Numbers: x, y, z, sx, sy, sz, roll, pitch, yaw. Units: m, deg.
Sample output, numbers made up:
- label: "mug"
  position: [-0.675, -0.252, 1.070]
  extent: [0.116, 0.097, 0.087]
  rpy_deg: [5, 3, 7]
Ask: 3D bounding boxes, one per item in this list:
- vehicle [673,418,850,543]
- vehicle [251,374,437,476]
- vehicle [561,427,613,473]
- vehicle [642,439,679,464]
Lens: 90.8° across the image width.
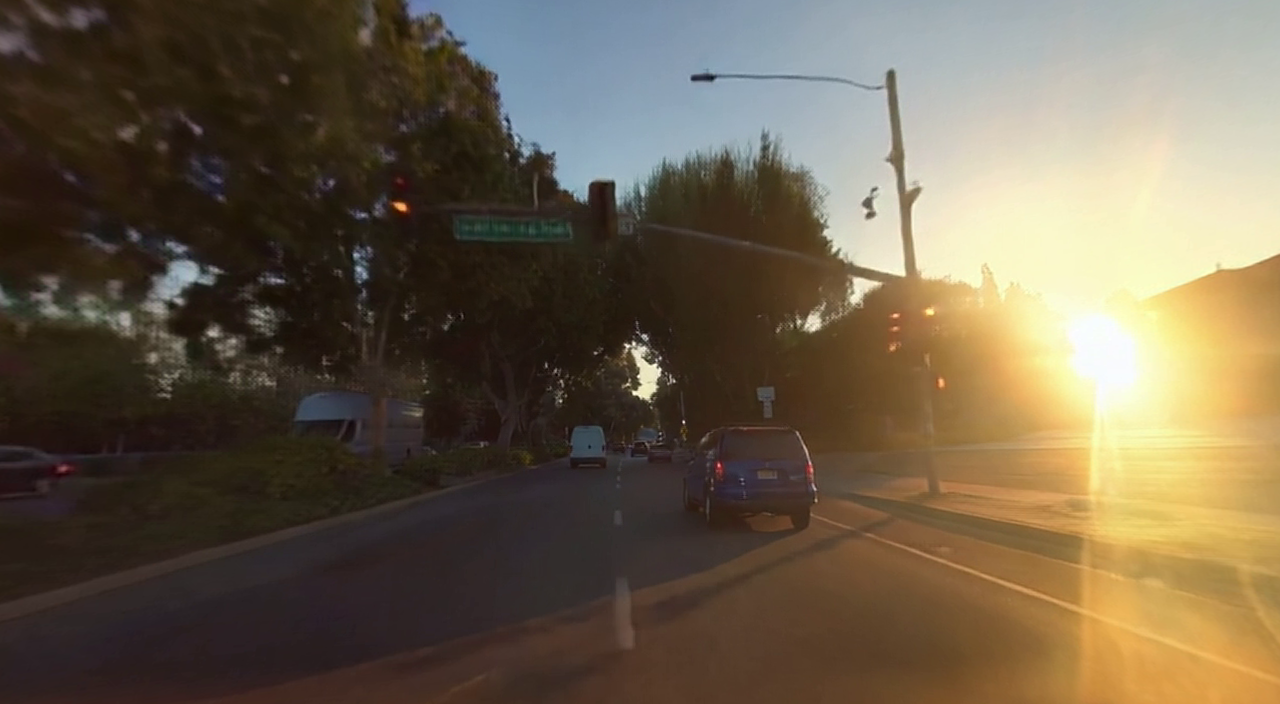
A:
- label: "vehicle"
  position: [1.757, 2.052, 10.669]
  extent: [1.965, 1.671, 4.146]
  rpy_deg: [1, -9, -3]
- label: "vehicle"
  position: [-12.786, 3.539, 29.152]
  extent: [3.206, 3.740, 11.455]
  rpy_deg: [0, -9, -1]
- label: "vehicle"
  position: [-2.531, 4.842, 31.269]
  extent: [2.228, 2.054, 4.309]
  rpy_deg: [0, -9, -1]
- label: "vehicle"
  position: [1.341, 6.933, 44.105]
  extent: [2.248, 1.692, 4.252]
  rpy_deg: [1, -9, -3]
